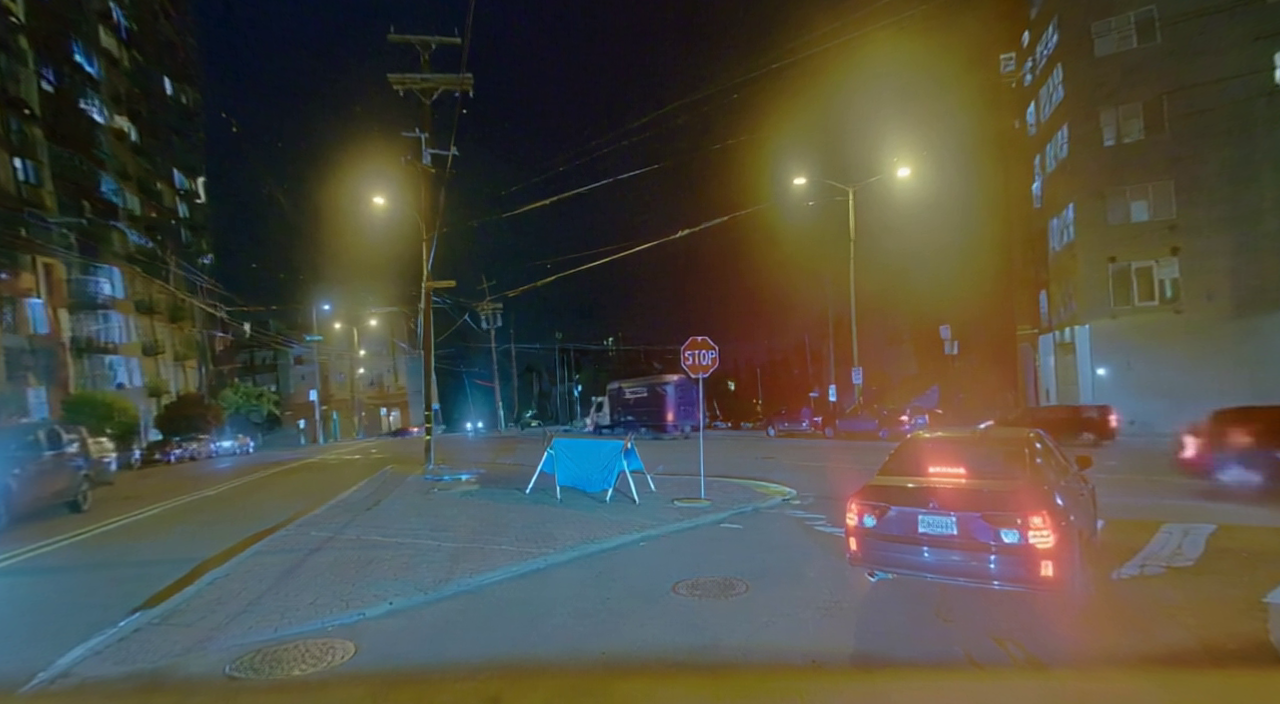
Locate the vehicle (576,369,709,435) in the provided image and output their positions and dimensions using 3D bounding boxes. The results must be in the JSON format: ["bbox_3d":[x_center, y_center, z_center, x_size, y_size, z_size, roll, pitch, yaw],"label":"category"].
[{"bbox_3d":[-0.023,2.841,33.877,7.172,3.075,2.584,-7,-10,41],"label":"vehicle"}]

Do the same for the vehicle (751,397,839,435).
[{"bbox_3d":[8.250,3.507,33.991,1.805,1.694,4.214,10,-14,-44],"label":"vehicle"}]

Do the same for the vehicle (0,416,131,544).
[{"bbox_3d":[-10.048,1.963,9.907,1.987,1.686,3.971,0,-8,-20],"label":"vehicle"}]

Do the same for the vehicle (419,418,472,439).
[{"bbox_3d":[-15.167,5.976,49.167,2.089,1.506,4.641,7,-11,-41],"label":"vehicle"}]

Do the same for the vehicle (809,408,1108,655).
[{"bbox_3d":[3.403,1.544,6.599,1.945,1.647,4.160,-6,-10,32],"label":"vehicle"}]
